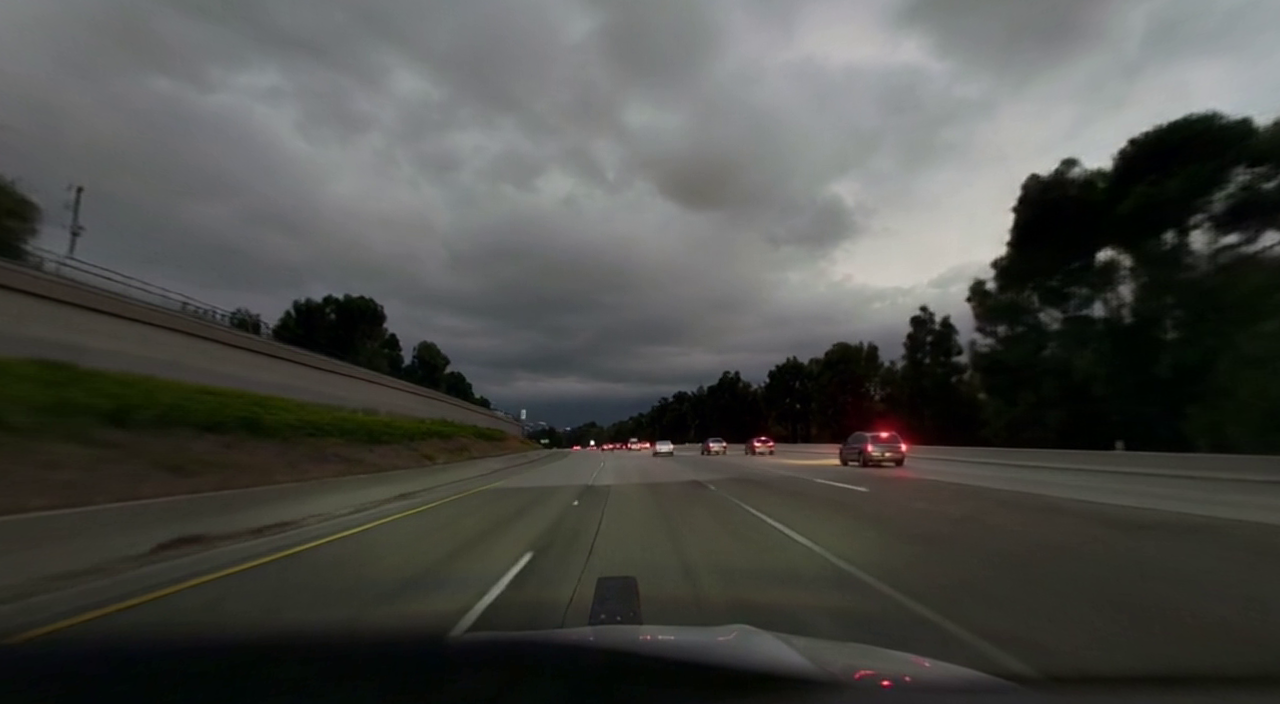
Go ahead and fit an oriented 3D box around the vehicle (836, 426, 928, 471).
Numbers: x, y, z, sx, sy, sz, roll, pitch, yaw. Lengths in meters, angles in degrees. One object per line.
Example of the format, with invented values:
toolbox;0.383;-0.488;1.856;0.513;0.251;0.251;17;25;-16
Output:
vehicle;10.421;4.199;27.528;2.077;1.763;4.472;0;-8;-2
